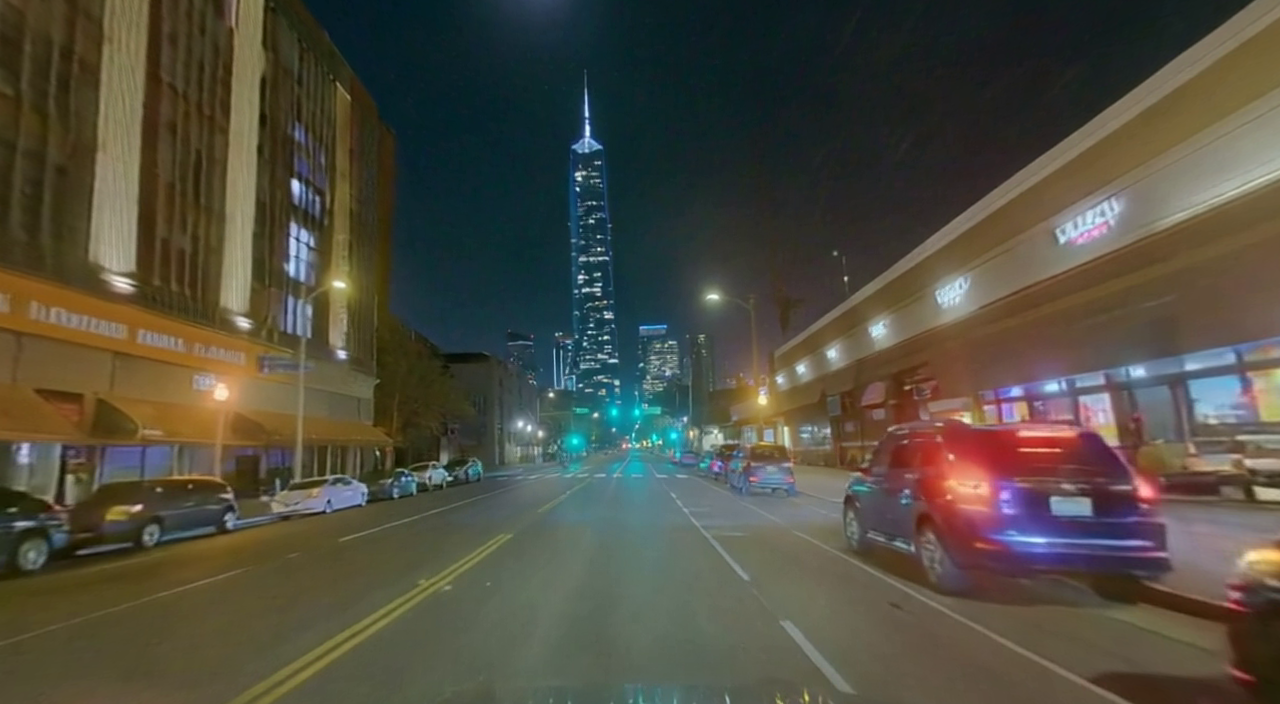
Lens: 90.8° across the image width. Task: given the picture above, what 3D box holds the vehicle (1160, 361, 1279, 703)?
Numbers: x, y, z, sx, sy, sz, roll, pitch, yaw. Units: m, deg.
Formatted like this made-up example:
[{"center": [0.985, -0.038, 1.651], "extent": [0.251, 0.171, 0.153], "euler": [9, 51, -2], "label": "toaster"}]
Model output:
[{"center": [3.843, 0.638, 0.824], "extent": [2.118, 1.779, 5.121], "euler": [-1, -8, 3], "label": "vehicle"}]

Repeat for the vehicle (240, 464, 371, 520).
[{"center": [-10.868, 4.536, 20.984], "extent": [1.861, 1.473, 4.633], "euler": [0, -8, -1], "label": "vehicle"}]

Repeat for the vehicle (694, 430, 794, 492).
[{"center": [3.559, 3.896, 23.031], "extent": [2.492, 1.909, 5.830], "euler": [0, -8, -1], "label": "vehicle"}]

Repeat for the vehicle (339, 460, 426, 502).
[{"center": [-10.850, 5.437, 26.982], "extent": [1.803, 1.489, 4.404], "euler": [0, -8, 1], "label": "vehicle"}]

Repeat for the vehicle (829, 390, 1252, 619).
[{"center": [4.161, 1.652, 7.879], "extent": [1.996, 1.932, 4.821], "euler": [0, -8, -1], "label": "vehicle"}]

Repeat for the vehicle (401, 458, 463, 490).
[{"center": [-10.827, 6.359, 33.225], "extent": [1.748, 1.478, 4.413], "euler": [0, -8, 0], "label": "vehicle"}]
